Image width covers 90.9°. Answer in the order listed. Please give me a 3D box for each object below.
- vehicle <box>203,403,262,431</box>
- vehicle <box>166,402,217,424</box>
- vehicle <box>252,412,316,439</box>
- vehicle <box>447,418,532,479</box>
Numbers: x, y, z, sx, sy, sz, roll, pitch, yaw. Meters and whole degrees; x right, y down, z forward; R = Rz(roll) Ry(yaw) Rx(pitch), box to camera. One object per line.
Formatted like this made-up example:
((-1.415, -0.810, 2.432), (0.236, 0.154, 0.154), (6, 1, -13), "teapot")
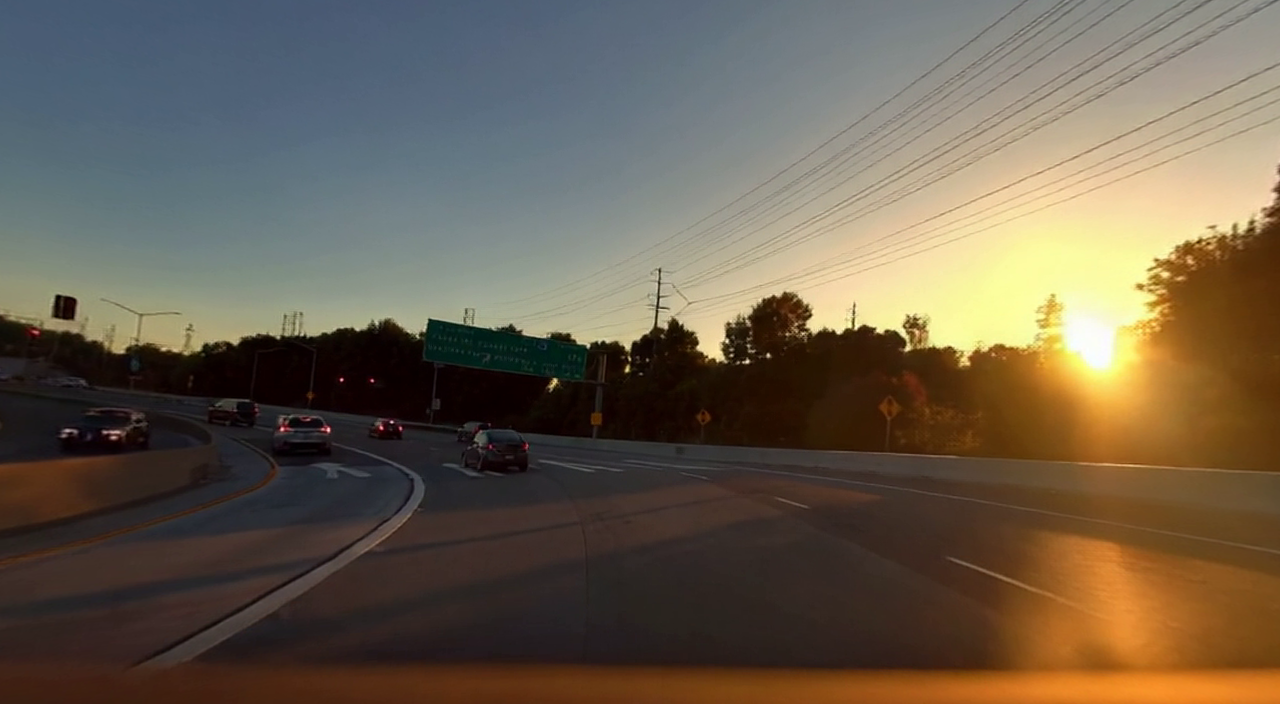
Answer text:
((-28.559, 4.619, 44.125), (4.285, 1.747, 2.076), (-7, -11, 38), "vehicle")
((-34.401, 4.704, 48.355), (4.459, 1.486, 1.763), (-7, -11, 36), "vehicle")
((-21.922, 4.564, 38.718), (4.623, 1.501, 2.033), (-8, -12, 43), "vehicle")
((-4.970, 3.124, 20.427), (2.140, 1.724, 4.304), (3, -9, -20), "vehicle")
